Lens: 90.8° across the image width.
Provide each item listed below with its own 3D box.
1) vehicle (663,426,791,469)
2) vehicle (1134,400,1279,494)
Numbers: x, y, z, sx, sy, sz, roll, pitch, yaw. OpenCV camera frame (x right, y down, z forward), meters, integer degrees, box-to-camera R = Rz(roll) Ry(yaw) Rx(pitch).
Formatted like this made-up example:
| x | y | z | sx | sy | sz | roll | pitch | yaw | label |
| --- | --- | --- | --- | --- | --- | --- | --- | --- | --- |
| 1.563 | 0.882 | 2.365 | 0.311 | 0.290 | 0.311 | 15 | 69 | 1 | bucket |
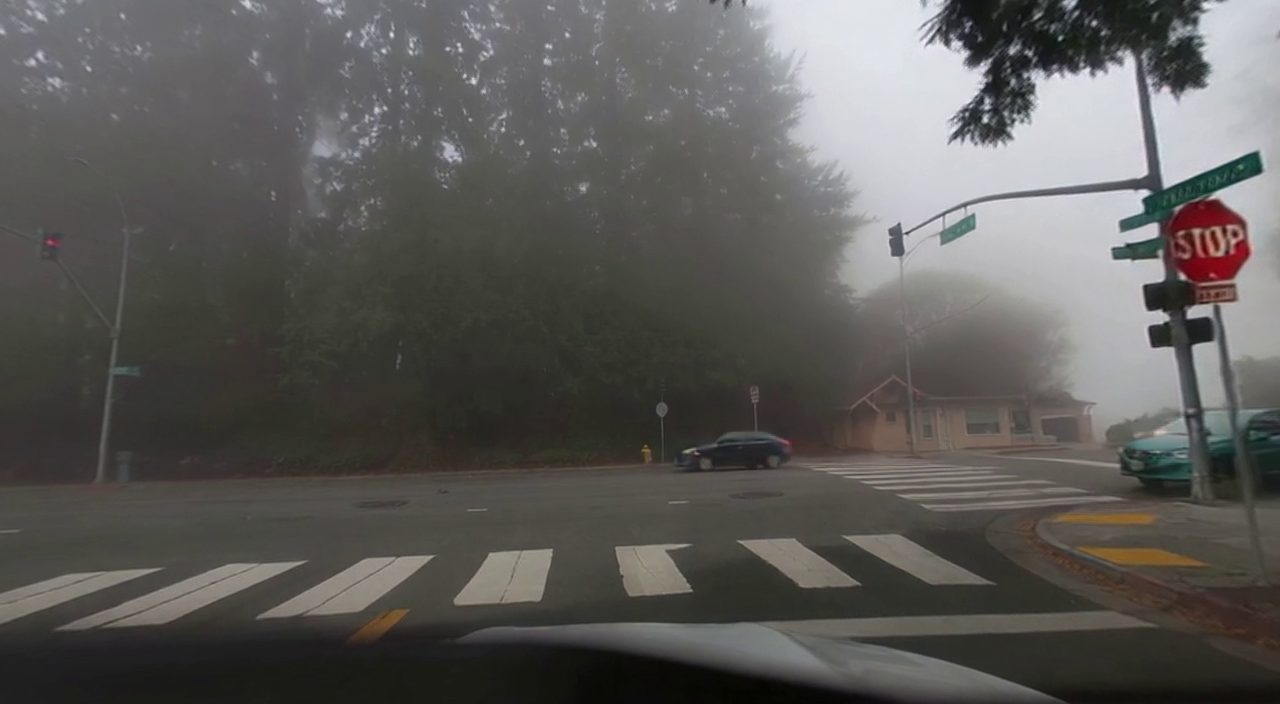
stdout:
| x | y | z | sx | sy | sz | roll | pitch | yaw | label |
| --- | --- | --- | --- | --- | --- | --- | --- | --- | --- |
| 3.189 | 3.517 | 23.407 | 4.296 | 1.499 | 1.814 | 2 | -9 | -16 | vehicle |
| 12.795 | 1.886 | 12.689 | 4.208 | 1.685 | 2.014 | 1 | -8 | -8 | vehicle |
